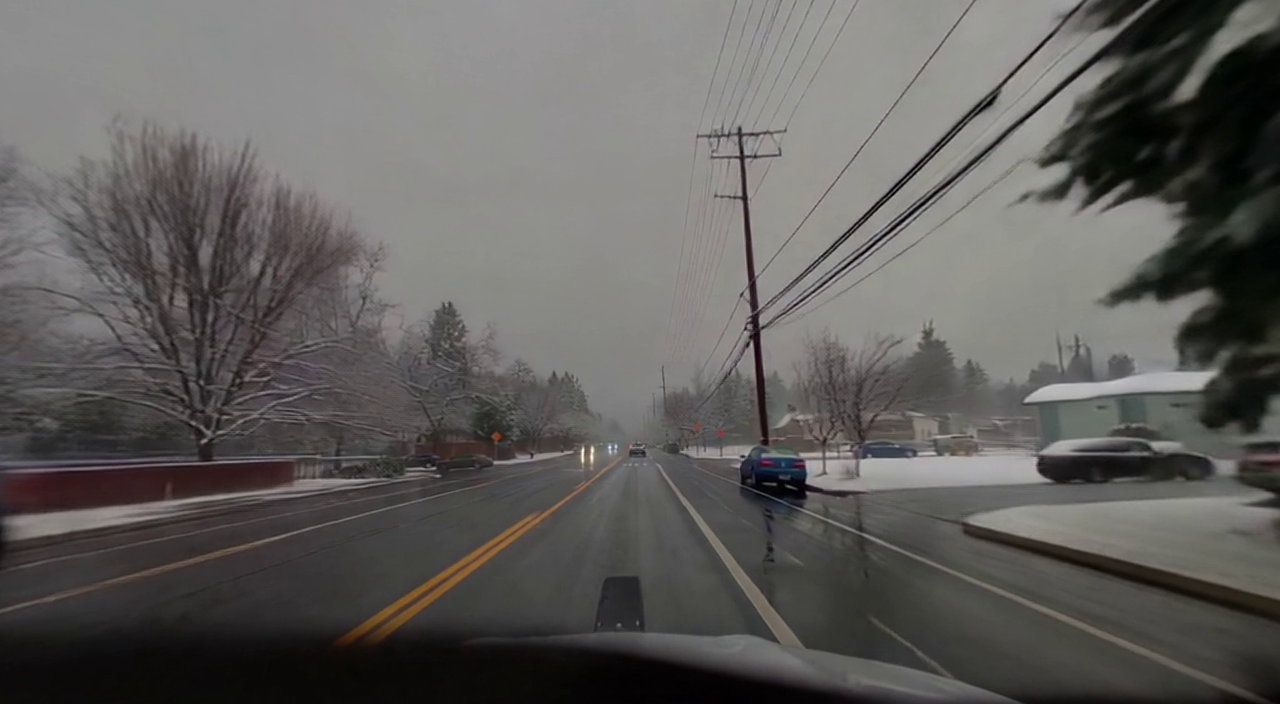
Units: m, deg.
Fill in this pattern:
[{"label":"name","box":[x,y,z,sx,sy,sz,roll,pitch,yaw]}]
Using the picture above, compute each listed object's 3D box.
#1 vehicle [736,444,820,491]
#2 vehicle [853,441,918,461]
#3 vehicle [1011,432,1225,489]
[{"label":"vehicle","box":[4.785,4.059,22.635,1.987,1.479,4.562,0,-9,0]},{"label":"vehicle","box":[19.091,7.741,49.242,4.292,1.489,1.895,0,-9,0]},{"label":"vehicle","box":[12.859,2.944,17.224,4.301,1.434,1.803,0,-9,1]}]
